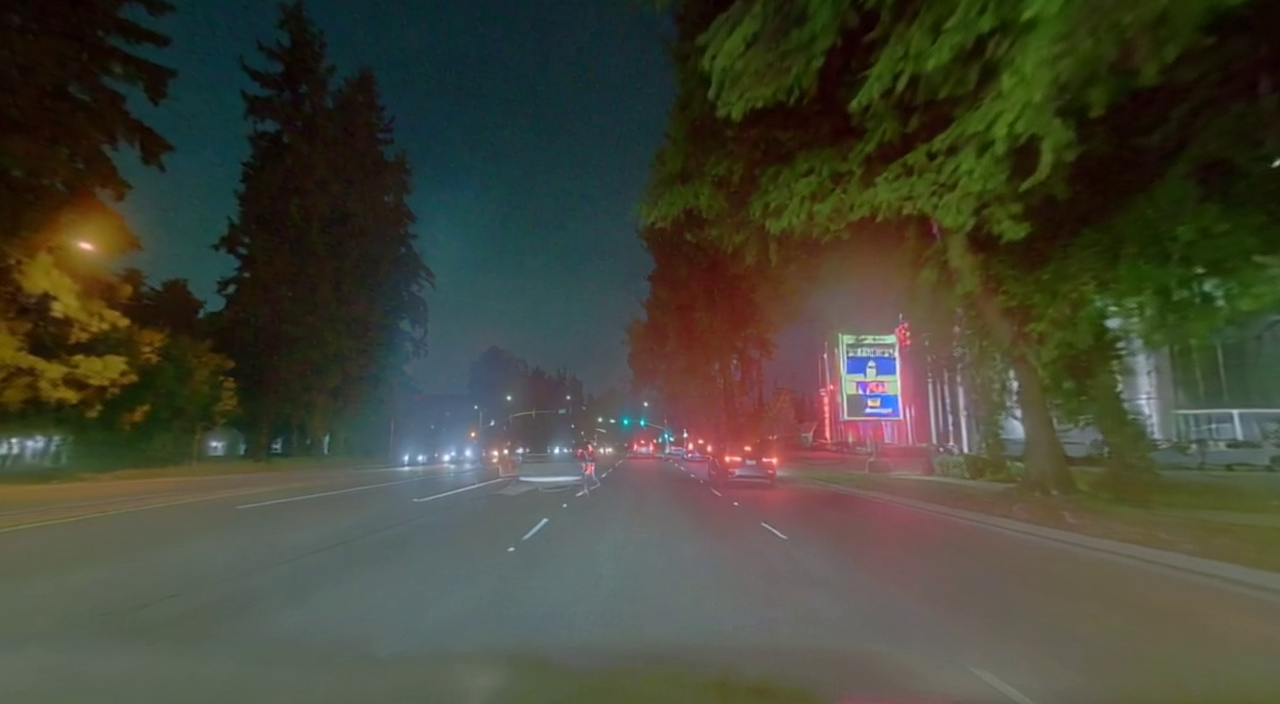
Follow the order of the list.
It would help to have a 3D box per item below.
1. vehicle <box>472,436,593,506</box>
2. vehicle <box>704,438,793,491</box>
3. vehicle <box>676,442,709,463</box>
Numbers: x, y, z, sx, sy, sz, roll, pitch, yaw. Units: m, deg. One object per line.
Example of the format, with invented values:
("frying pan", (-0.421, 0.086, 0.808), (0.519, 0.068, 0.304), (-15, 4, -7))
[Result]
("vehicle", (-2.404, 2.771, 15.156), (1.971, 1.433, 3.923), (0, -8, 4))
("vehicle", (3.277, 3.492, 19.951), (1.948, 1.474, 4.360), (0, -8, -1))
("vehicle", (3.781, 7.294, 45.950), (1.913, 1.463, 4.198), (0, -8, -1))
